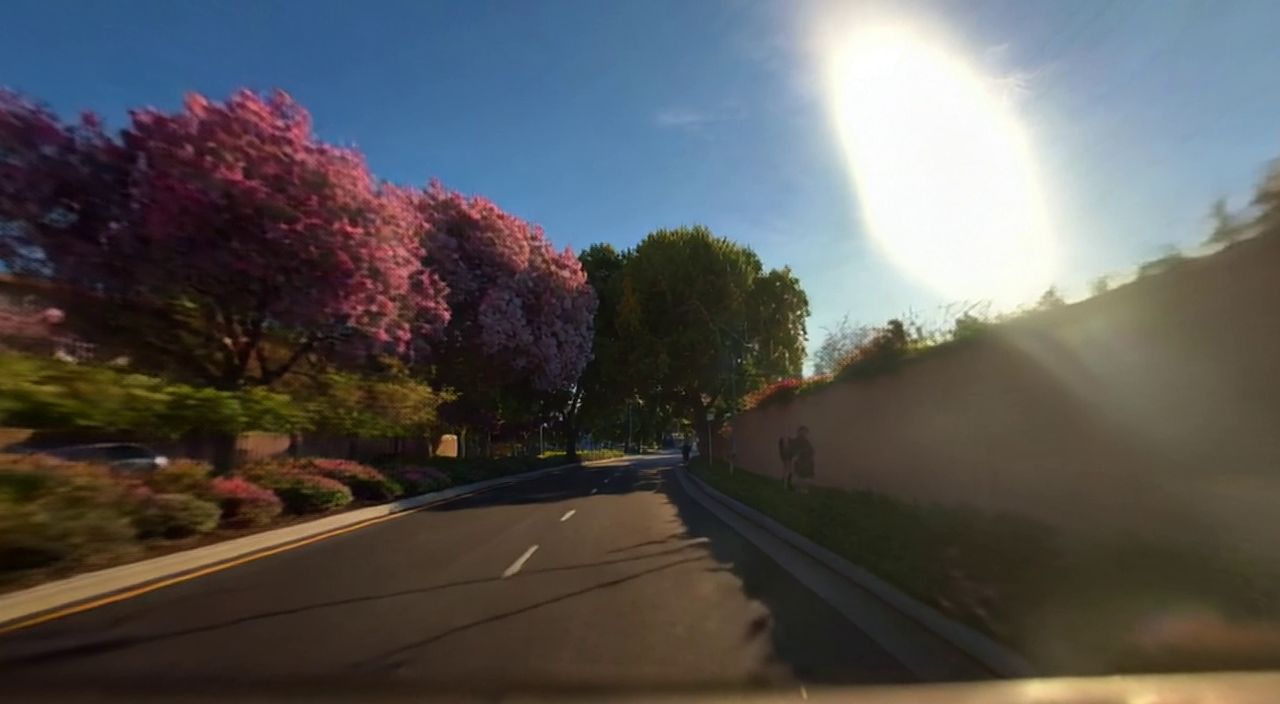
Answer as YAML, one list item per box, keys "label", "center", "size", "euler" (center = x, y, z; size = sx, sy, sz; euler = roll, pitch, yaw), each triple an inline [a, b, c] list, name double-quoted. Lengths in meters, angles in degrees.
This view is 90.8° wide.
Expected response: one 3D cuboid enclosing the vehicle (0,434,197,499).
- label: "vehicle"
  center: [-16.762, 3.513, 19.852]
  size: [2.186, 1.769, 4.869]
  euler: [0, -8, -1]
